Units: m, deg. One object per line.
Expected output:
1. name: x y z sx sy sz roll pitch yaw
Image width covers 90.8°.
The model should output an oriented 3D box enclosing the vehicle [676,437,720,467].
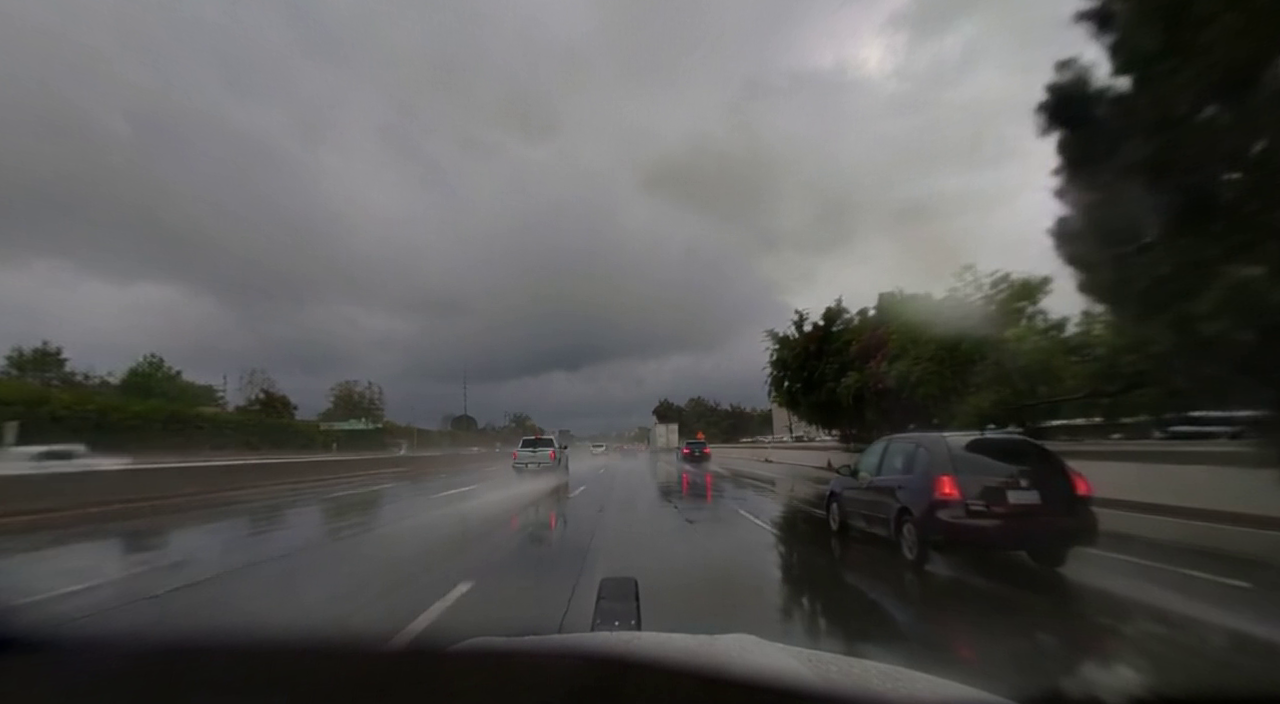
1. vehicle: 3.621 6.326 40.156 2.198 1.807 4.530 0 -8 -2

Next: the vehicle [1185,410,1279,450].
1. vehicle: 29.189 3.714 29.952 4.686 1.840 2.075 0 -8 -1

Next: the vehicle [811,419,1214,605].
1. vehicle: 3.737 1.673 7.628 1.957 1.510 4.643 0 -8 -1

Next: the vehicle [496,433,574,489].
1. vehicle: -3.616 3.842 22.618 1.987 1.765 4.508 0 -8 0
